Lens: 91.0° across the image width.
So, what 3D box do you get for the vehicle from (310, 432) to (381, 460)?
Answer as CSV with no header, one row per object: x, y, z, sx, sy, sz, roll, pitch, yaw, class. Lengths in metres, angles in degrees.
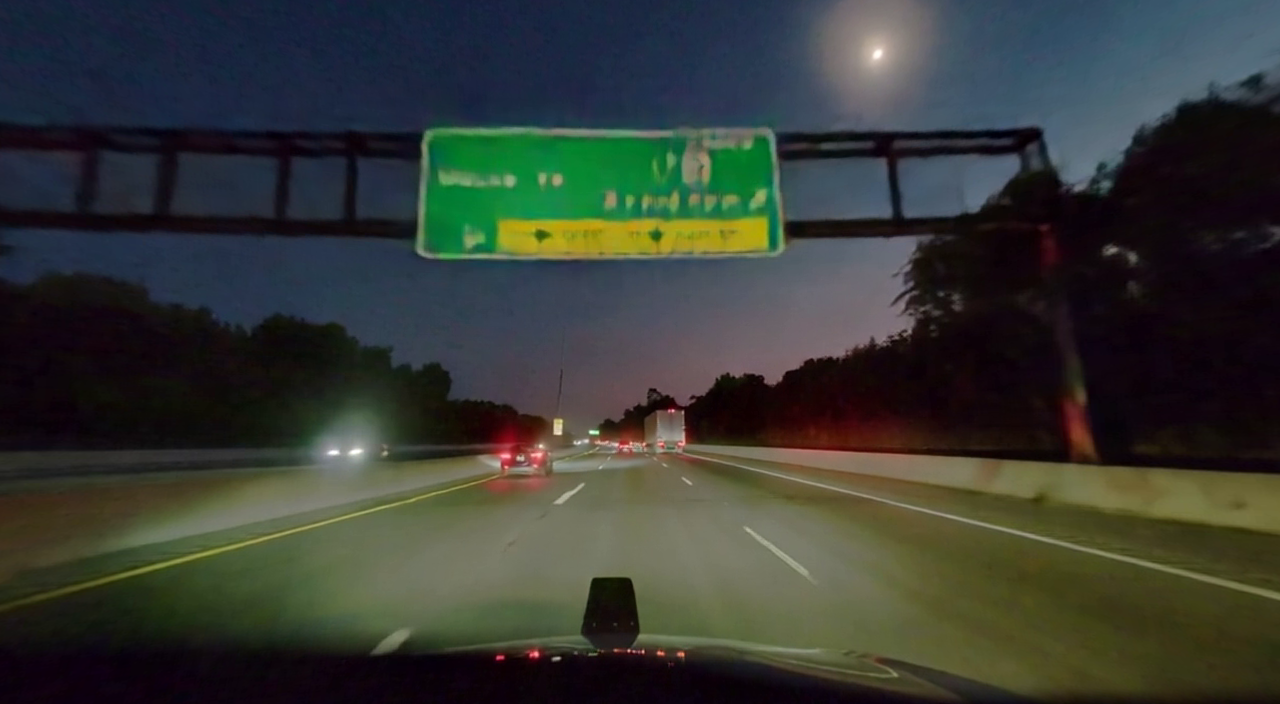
-16.834,5.418,36.302,1.908,1.502,4.682,0,-8,-1,vehicle

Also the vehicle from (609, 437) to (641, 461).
-1.014,6.748,43.841,2.125,1.542,3.816,0,-8,-1,vehicle

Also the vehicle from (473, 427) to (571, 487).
-3.777,3.474,21.176,2.377,1.747,4.703,0,-8,0,vehicle
